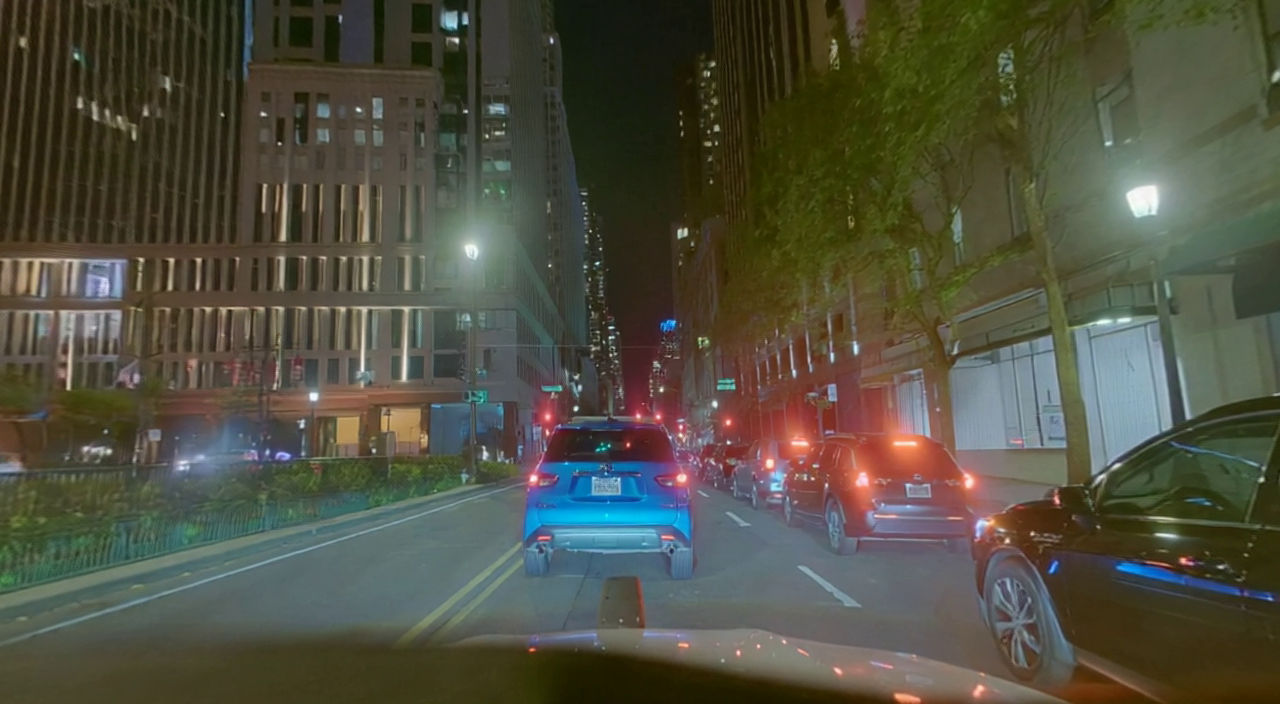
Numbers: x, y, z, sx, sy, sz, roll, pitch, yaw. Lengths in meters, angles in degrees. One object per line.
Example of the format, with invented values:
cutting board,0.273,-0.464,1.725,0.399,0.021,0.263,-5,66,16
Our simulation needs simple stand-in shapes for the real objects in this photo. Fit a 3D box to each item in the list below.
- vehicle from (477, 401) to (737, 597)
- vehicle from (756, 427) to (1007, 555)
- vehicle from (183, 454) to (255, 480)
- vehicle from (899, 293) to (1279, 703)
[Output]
vehicle,-0.336,1.586,7.617,2.249,1.684,4.084,0,-9,-2
vehicle,3.278,1.991,9.805,1.941,1.482,4.632,0,-9,-2
vehicle,-26.313,7.151,39.658,1.960,1.459,4.699,1,-9,-10
vehicle,2.997,0.752,2.259,2.063,1.760,4.664,0,-9,-1
